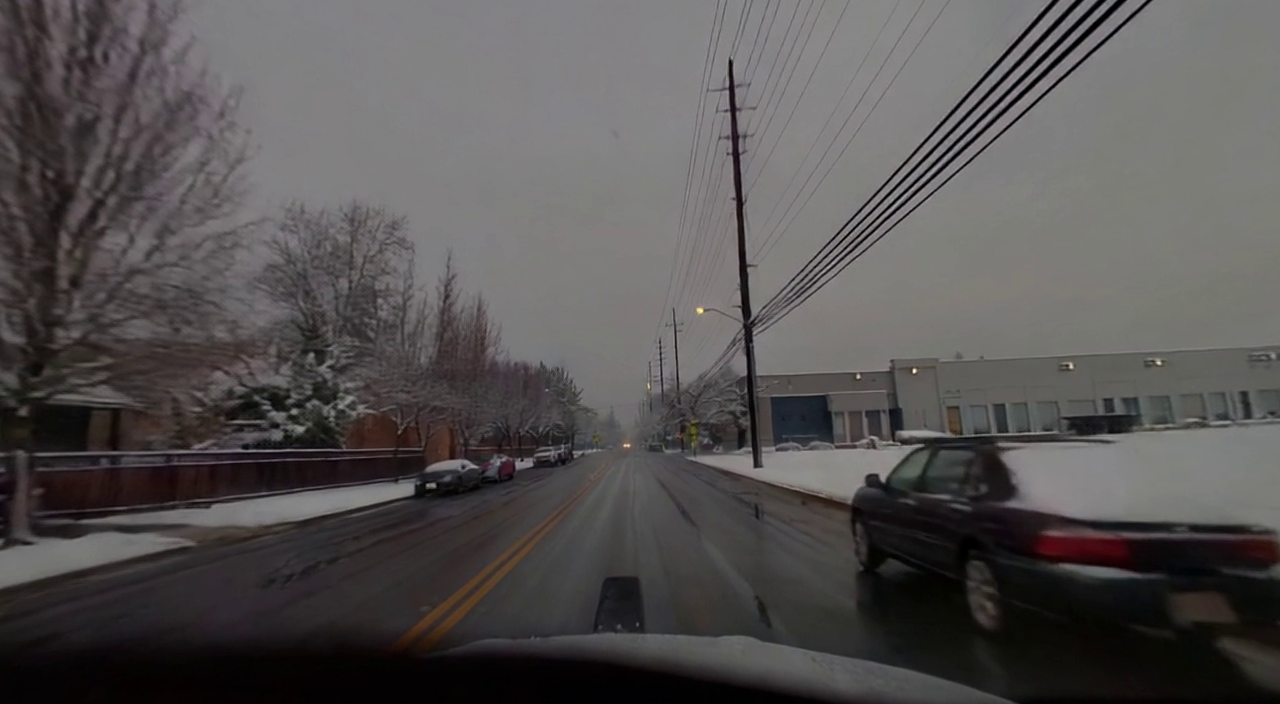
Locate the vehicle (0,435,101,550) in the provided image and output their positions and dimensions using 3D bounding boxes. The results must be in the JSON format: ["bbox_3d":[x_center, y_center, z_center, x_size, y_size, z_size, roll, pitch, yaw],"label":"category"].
[{"bbox_3d":[-12.425,2.350,10.812,4.502,1.813,1.948,0,-8,-1],"label":"vehicle"}]

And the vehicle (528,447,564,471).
[{"bbox_3d":[-6.712,7.698,45.604,1.887,1.460,4.444,-4,-8,0],"label":"vehicle"}]

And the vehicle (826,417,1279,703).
[{"bbox_3d":[3.121,1.382,5.335,1.843,1.495,3.930,0,-8,-1],"label":"vehicle"}]

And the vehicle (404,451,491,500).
[{"bbox_3d":[-6.719,4.316,22.546,1.815,1.402,4.559,-4,-8,-2],"label":"vehicle"}]
